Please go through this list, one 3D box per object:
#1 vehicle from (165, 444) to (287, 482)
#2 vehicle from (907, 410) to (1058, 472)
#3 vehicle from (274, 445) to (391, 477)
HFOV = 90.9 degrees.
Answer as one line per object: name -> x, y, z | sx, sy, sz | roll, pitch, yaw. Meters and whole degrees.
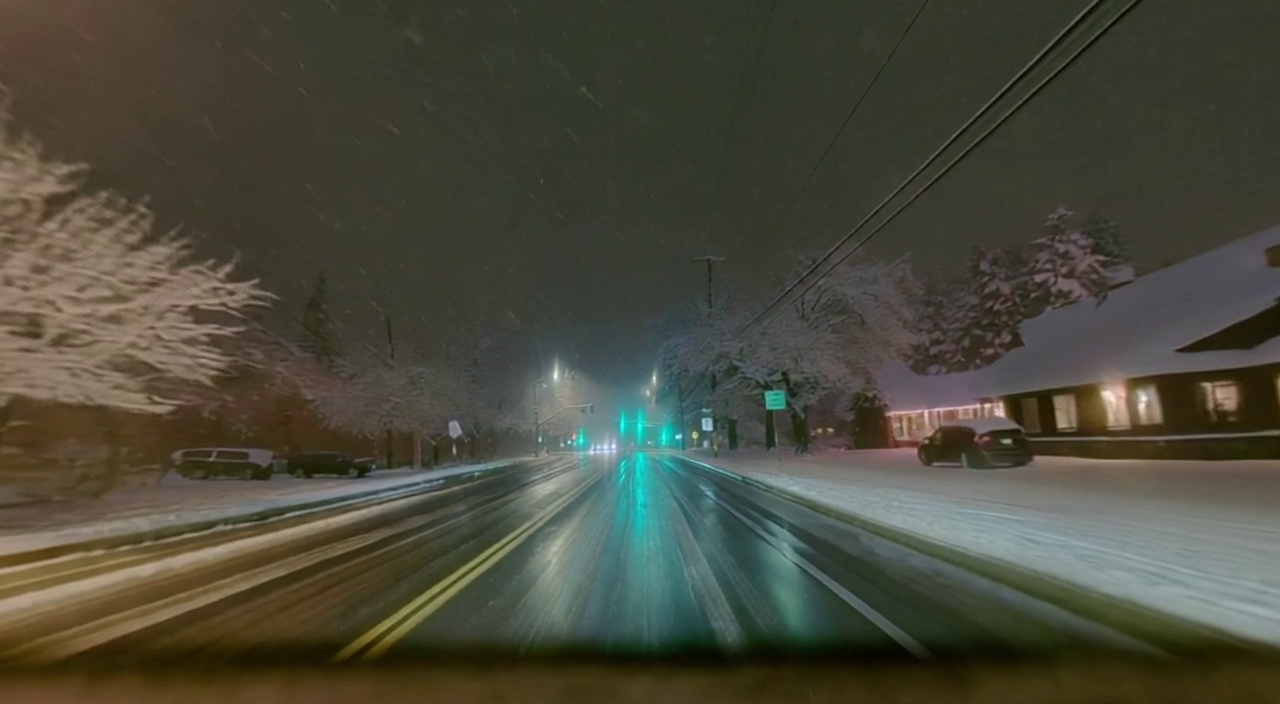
vehicle -> -19.062, 5.109, 29.147 | 4.233, 1.623, 1.943 | -1, -8, 2
vehicle -> 9.798, 2.635, 18.534 | 1.805, 1.571, 4.467 | 0, -8, -2
vehicle -> -15.192, 5.415, 31.302 | 4.787, 1.474, 1.967 | -1, -8, 3
